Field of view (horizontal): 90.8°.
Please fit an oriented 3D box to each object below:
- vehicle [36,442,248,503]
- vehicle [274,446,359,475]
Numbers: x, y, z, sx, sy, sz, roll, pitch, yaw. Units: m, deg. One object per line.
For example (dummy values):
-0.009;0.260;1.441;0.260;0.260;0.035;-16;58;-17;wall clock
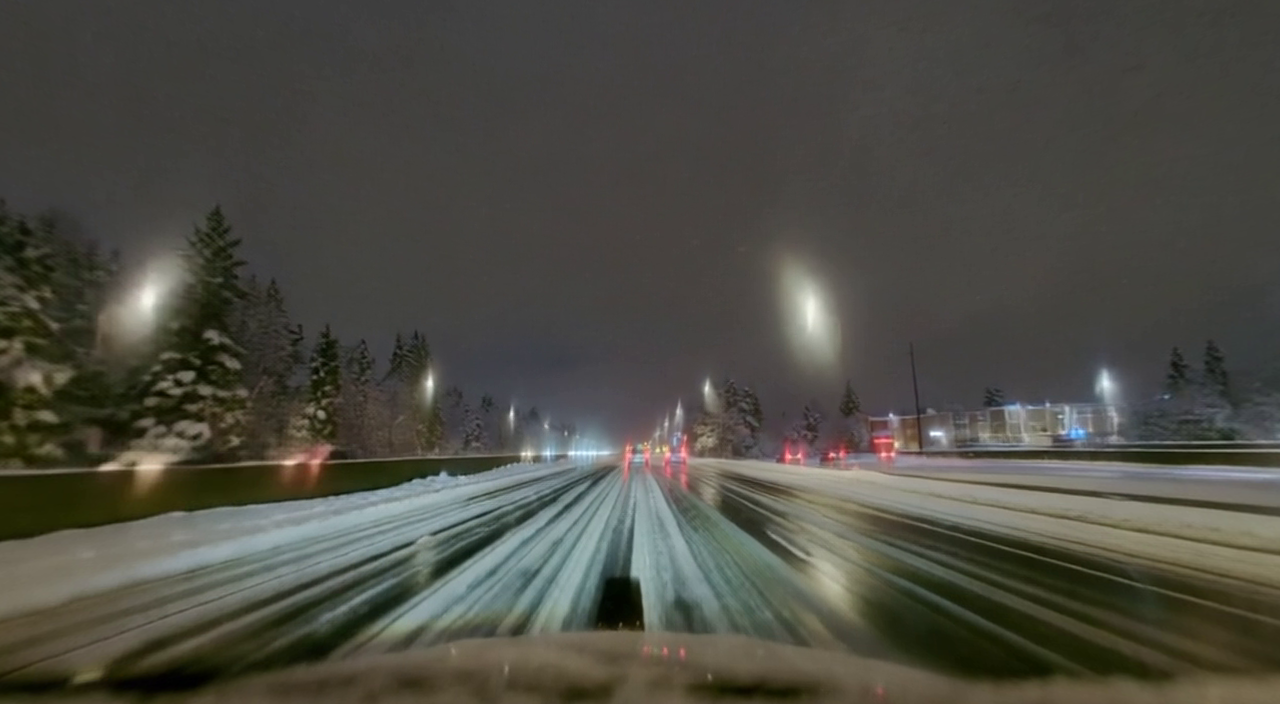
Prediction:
-14.160;3.410;18.510;1.990;1.479;5.124;0;-8;1;vehicle
-16.567;5.558;32.621;1.792;1.313;4.691;0;-8;2;vehicle
